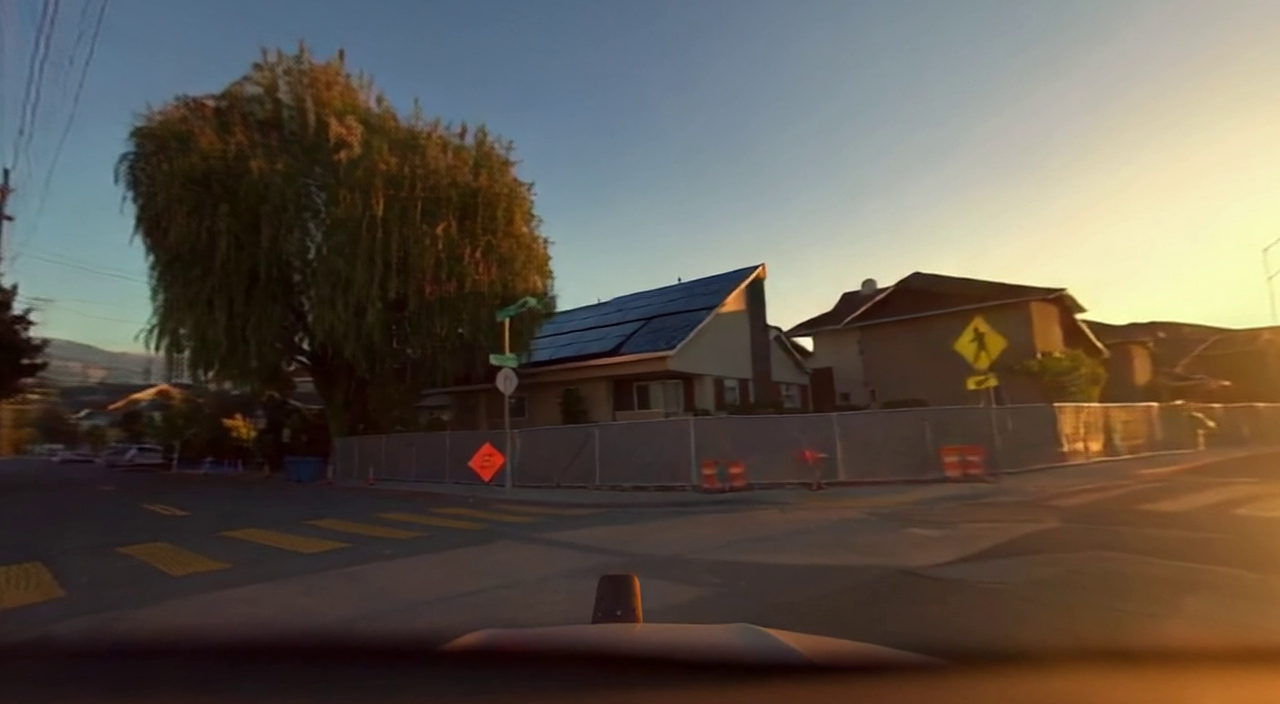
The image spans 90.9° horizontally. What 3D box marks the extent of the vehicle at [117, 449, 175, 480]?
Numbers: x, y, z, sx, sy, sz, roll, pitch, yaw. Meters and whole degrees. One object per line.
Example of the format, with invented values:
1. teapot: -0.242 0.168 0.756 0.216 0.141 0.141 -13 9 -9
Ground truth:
1. vehicle: -27.309 6.157 34.766 1.998 1.494 3.927 7 -10 -43

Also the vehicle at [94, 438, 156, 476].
1. vehicle: -34.372 6.919 41.951 2.492 2.319 5.914 7 -10 -44

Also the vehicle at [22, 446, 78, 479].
1. vehicle: -34.837 6.476 37.131 4.197 1.742 2.050 -8 -10 44
